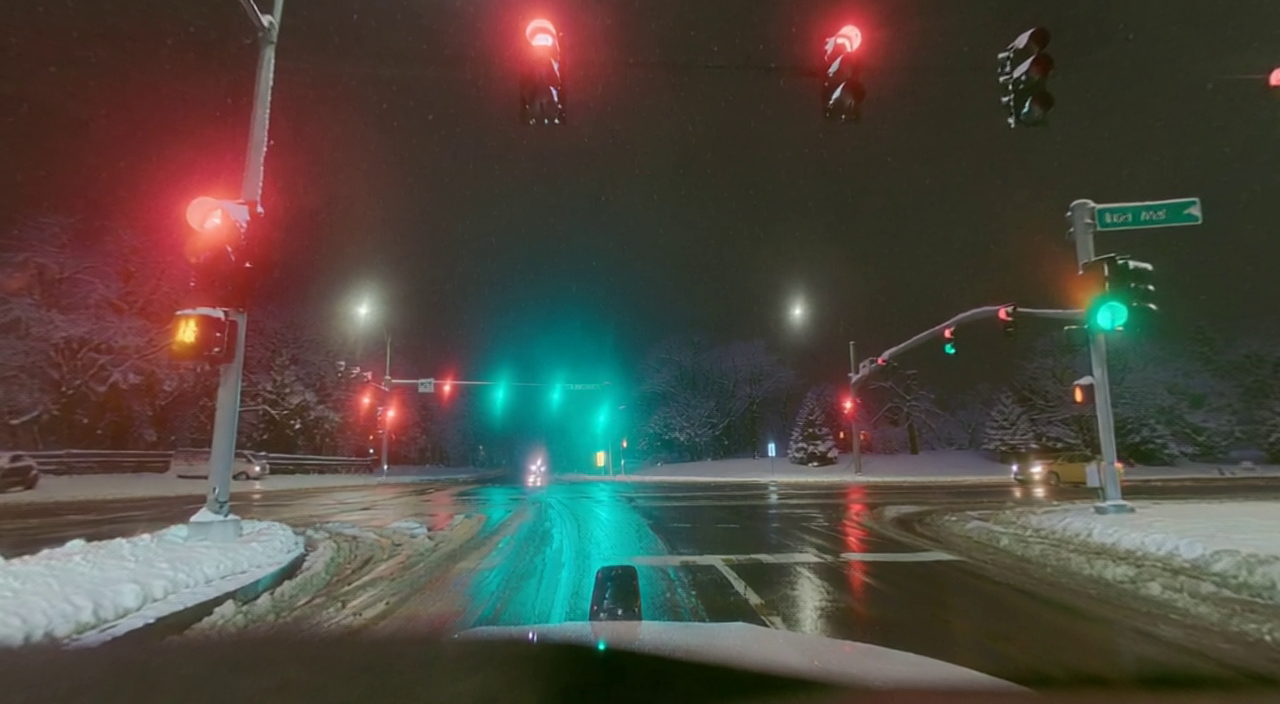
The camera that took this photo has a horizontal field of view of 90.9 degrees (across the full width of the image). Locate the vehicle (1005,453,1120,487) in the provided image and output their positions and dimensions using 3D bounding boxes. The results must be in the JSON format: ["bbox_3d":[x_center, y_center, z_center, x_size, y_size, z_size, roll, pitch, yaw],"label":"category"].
[{"bbox_3d":[21.764,6.086,32.540,4.455,1.647,2.124,1,-10,-8],"label":"vehicle"}]

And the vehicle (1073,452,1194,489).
[{"bbox_3d":[22.713,5.453,29.093,3.998,1.590,1.936,1,-11,-6],"label":"vehicle"}]
